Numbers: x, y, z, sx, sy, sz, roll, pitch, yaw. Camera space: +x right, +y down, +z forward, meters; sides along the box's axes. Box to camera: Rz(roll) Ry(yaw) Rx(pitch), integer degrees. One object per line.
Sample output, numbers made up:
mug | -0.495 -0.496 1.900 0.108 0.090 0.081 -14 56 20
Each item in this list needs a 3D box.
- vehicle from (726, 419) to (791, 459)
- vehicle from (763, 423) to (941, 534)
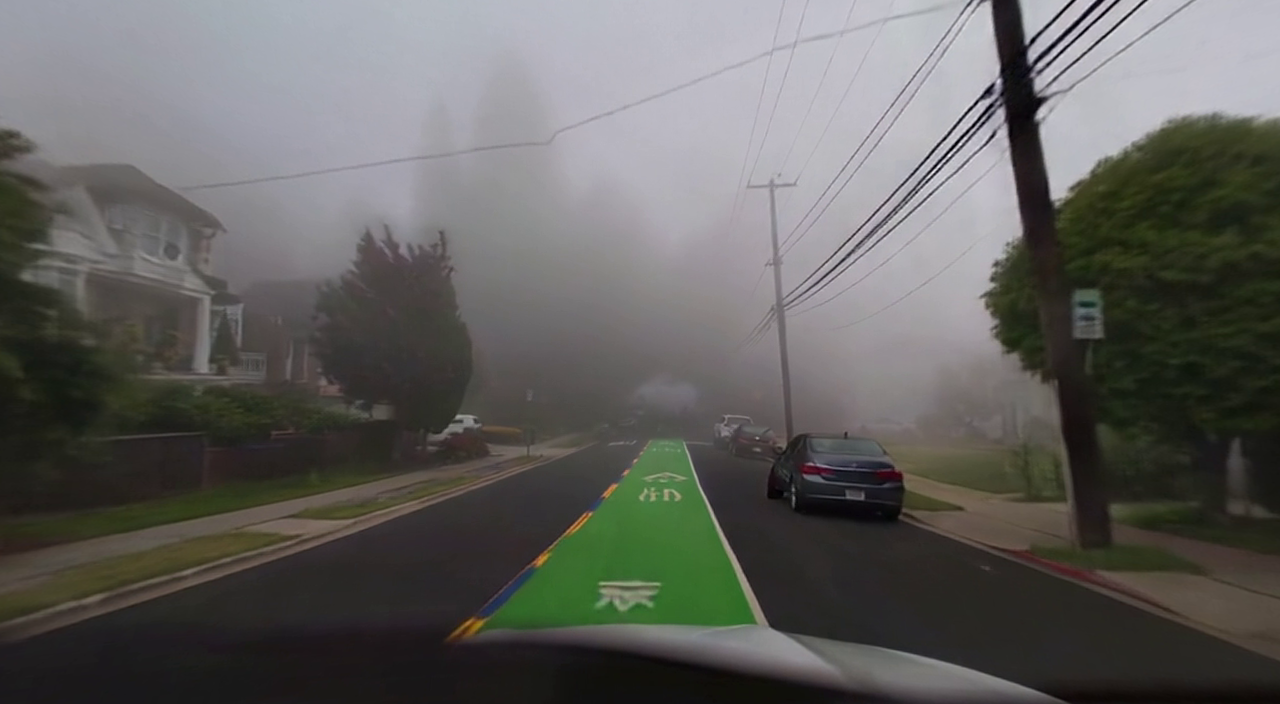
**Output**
vehicle | 4.826 3.664 26.383 1.981 1.512 4.144 0 -9 1
vehicle | 3.582 2.199 11.628 2.235 1.500 4.496 2 -8 7
